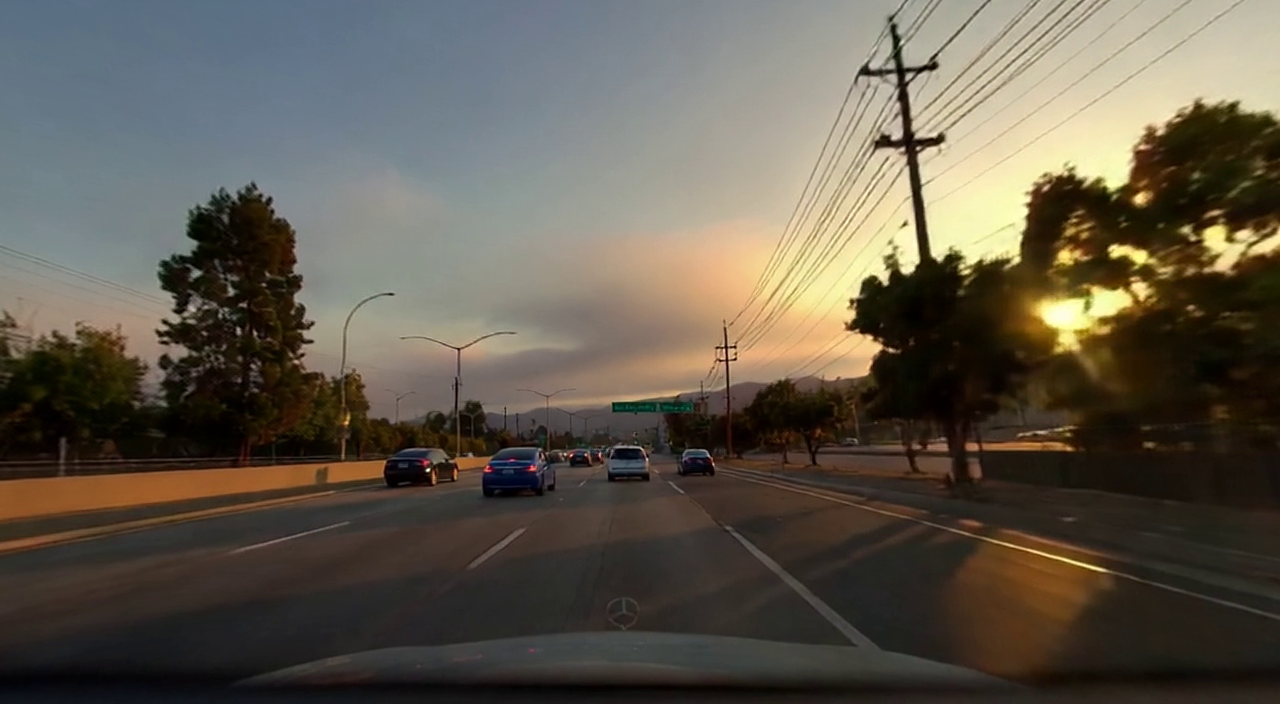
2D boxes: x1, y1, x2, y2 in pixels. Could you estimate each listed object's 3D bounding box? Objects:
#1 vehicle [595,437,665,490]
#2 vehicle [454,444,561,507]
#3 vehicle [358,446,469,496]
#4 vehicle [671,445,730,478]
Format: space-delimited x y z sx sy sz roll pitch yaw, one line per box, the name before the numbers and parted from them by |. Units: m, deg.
vehicle | -0.390 3.965 22.799 2.284 1.699 4.168 0 -9 -2
vehicle | -3.387 3.233 17.072 1.958 1.447 4.454 0 -9 0
vehicle | -7.322 3.863 20.974 1.959 1.435 4.719 0 -9 0
vehicle | 2.803 5.230 30.448 2.197 1.464 4.356 0 -9 -3
